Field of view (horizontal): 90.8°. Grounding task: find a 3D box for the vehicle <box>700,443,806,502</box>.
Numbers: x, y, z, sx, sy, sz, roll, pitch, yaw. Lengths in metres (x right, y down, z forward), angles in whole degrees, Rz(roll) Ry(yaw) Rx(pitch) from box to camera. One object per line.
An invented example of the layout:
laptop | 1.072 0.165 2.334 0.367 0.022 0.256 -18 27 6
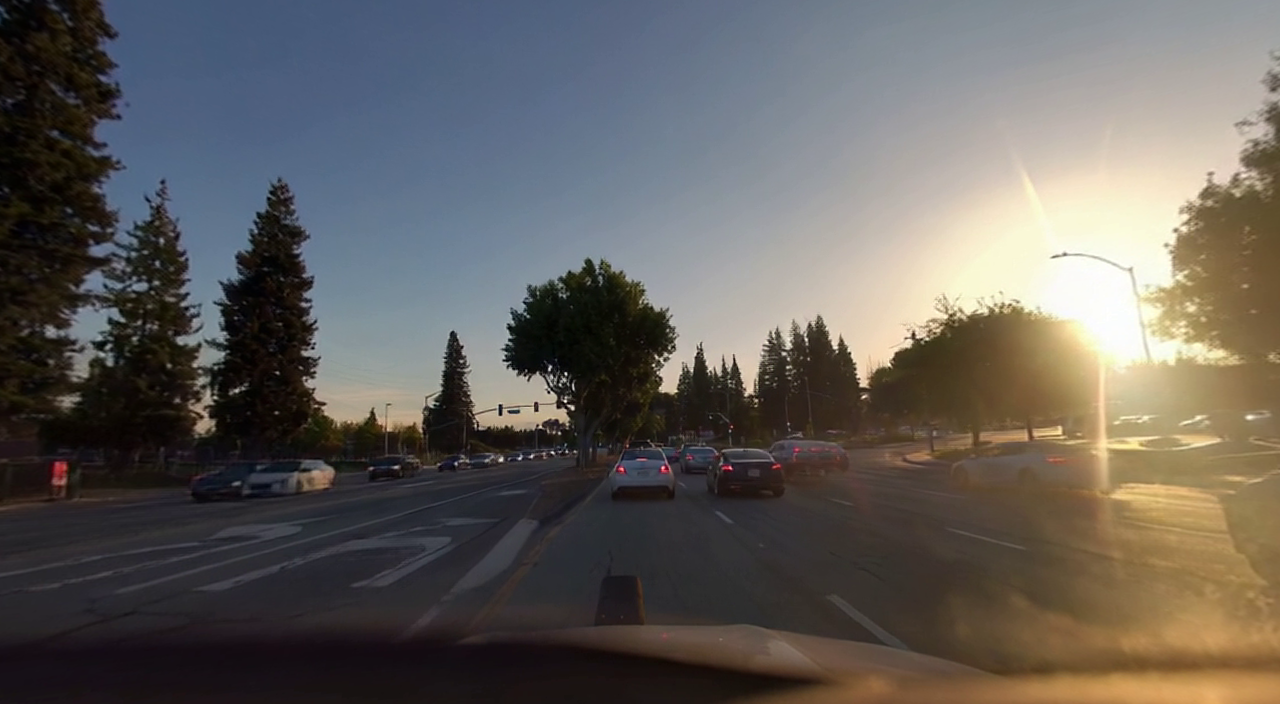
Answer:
vehicle | 3.055 3.366 18.246 1.970 1.445 4.974 0 -8 -2

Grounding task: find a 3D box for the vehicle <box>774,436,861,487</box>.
vehicle | 6.390 3.988 23.289 1.931 1.685 4.054 0 -8 -1

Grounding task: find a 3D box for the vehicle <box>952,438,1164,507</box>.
vehicle | 10.451 3.022 16.458 1.890 1.488 5.113 0 -8 -2

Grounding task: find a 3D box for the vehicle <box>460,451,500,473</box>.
vehicle | -12.226 8.413 48.515 1.896 1.484 4.473 0 -8 1

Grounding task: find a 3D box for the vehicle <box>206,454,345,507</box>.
vehicle | -12.059 4.248 21.340 2.002 1.500 4.536 0 -8 0

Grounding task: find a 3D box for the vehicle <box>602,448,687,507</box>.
vehicle | 0.046 3.236 16.795 1.990 1.347 4.067 0 -8 -2

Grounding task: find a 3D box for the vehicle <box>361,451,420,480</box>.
vehicle | -15.888 7.217 40.529 1.908 1.703 4.547 0 -8 0
